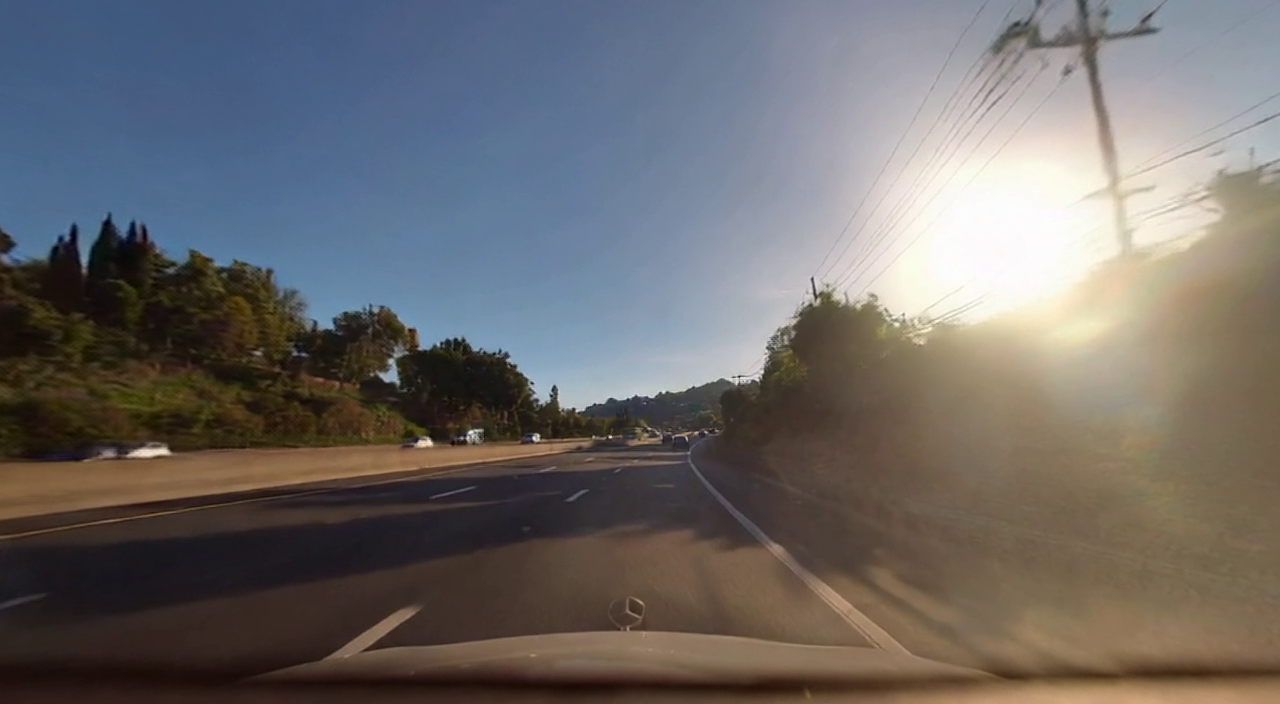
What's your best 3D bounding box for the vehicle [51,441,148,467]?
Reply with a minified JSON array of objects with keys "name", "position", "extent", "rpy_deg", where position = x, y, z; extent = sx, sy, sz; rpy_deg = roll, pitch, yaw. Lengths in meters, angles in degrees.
[{"name":"vehicle","position":[-32.622,6.177,38.235],"extent":[1.806,1.451,4.457],"rpy_deg":[0,-9,3]}]
